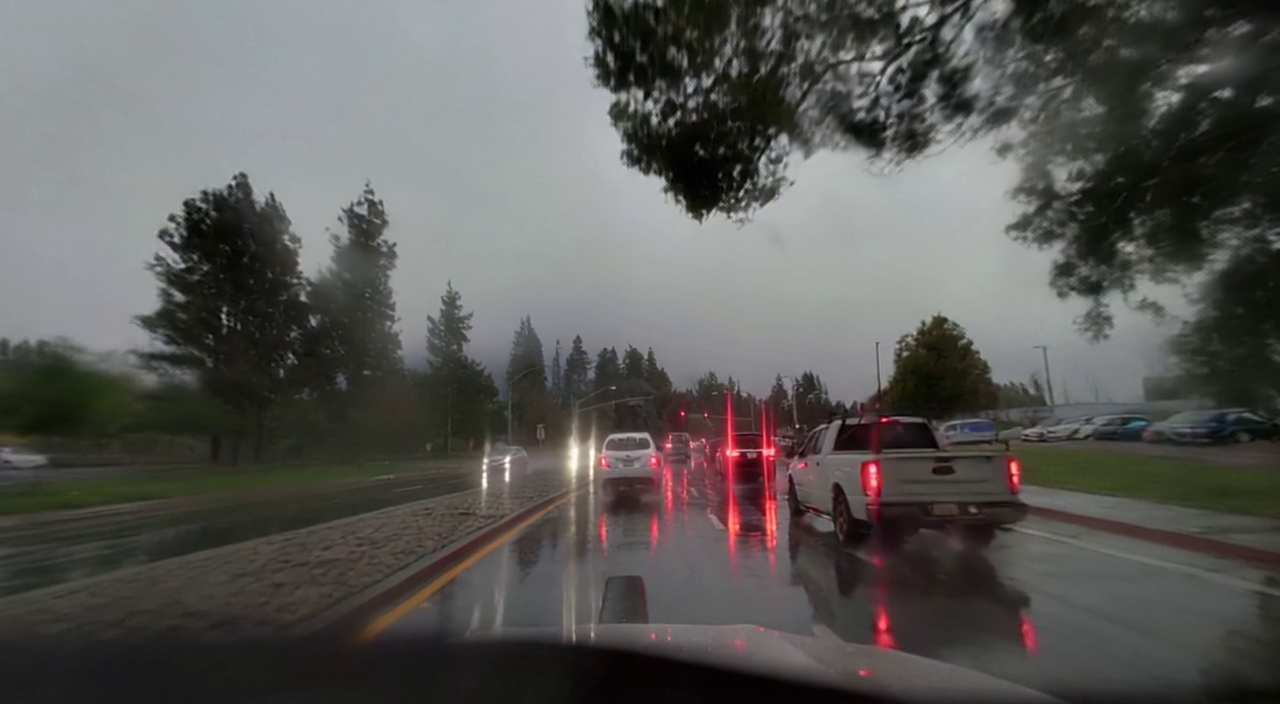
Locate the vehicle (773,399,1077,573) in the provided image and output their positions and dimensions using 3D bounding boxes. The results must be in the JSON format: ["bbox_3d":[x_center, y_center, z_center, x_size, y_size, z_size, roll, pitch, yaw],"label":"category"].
[{"bbox_3d":[3.404,1.709,8.830,2.114,1.765,4.647,0,-8,1],"label":"vehicle"}]

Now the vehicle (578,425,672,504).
[{"bbox_3d":[-0.245,2.846,16.352,2.113,1.768,3.901,0,-8,3],"label":"vehicle"}]

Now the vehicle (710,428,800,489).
[{"bbox_3d":[3.899,3.748,22.610,2.317,1.857,5.940,0,-8,2],"label":"vehicle"}]

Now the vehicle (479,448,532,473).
[{"bbox_3d":[-8.540,6.890,40.434,1.953,1.476,4.747,-1,-9,6],"label":"vehicle"}]
